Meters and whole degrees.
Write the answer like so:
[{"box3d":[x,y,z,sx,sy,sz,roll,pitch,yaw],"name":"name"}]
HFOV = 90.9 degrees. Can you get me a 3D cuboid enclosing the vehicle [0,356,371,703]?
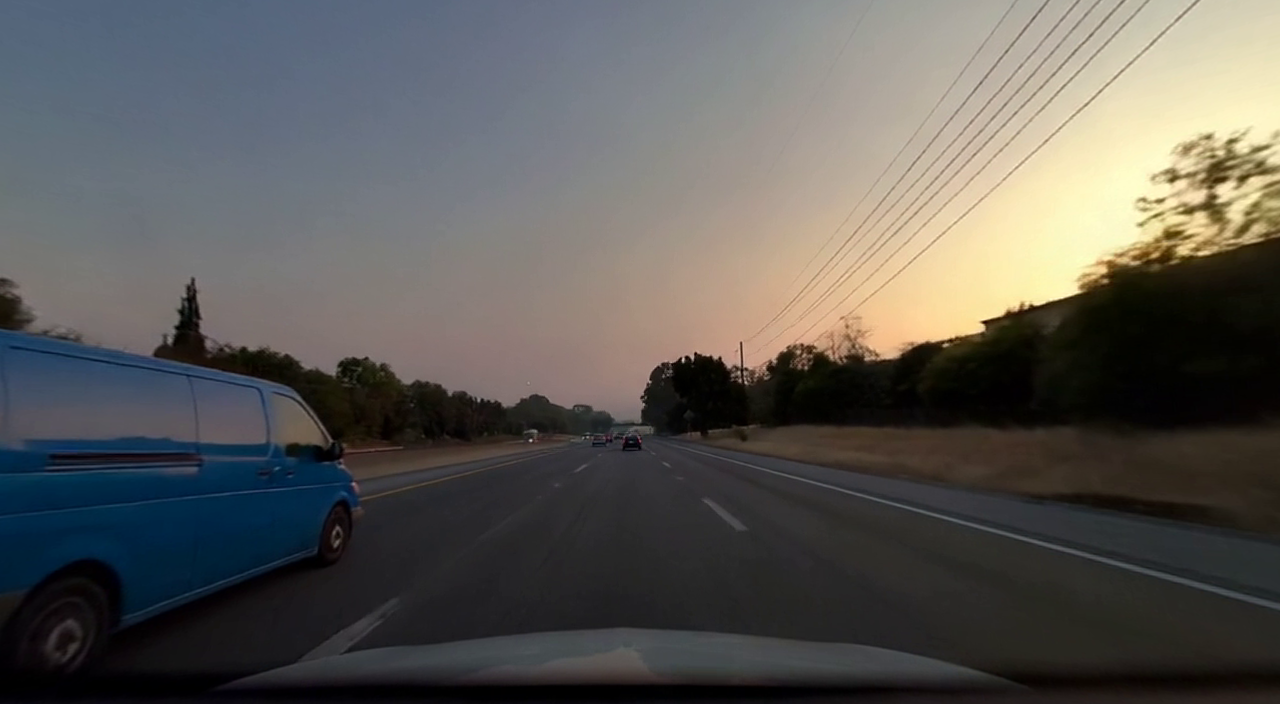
[{"box3d":[-4.127,1.127,4.763,2.146,1.709,4.856,0,-8,-1],"name":"vehicle"}]
